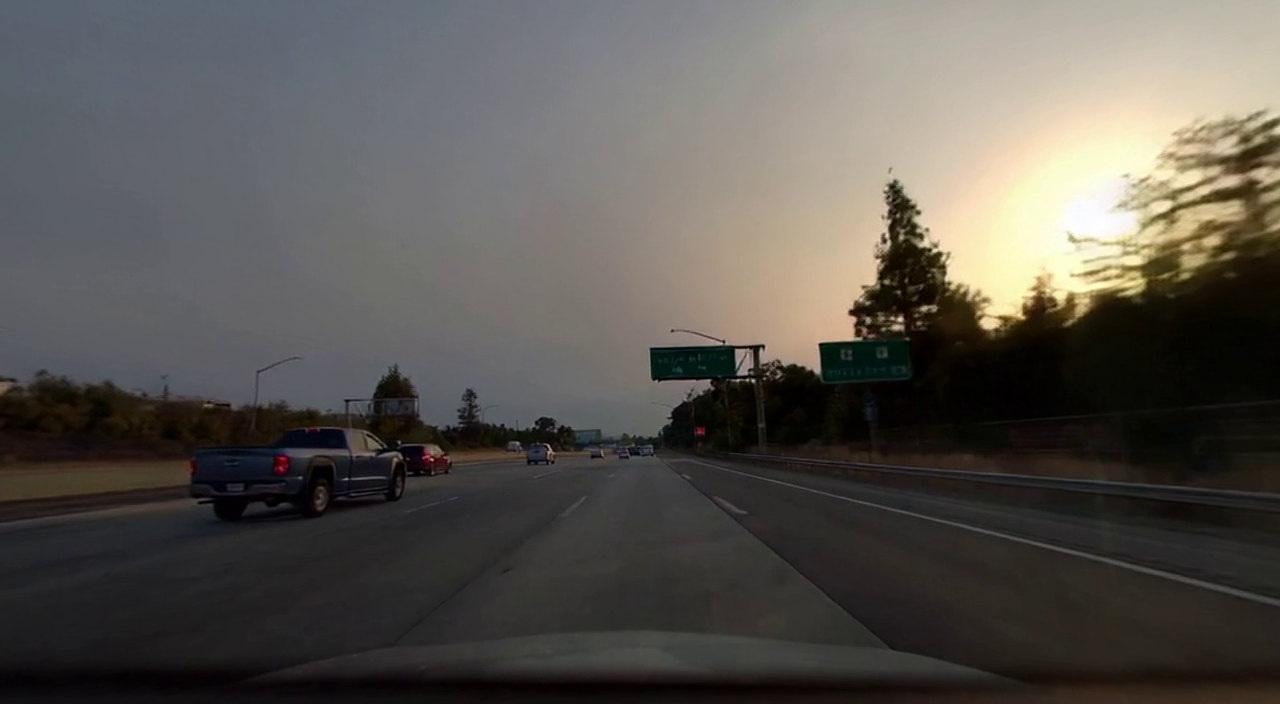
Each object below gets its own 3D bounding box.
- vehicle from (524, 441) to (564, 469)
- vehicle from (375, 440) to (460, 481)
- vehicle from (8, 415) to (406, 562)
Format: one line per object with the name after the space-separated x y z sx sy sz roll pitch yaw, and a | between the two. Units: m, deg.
-6.266 6.758 41.555 2.009 1.735 4.358 0 -8 -1 | vehicle
-9.796 4.800 28.197 2.060 1.662 4.469 0 -8 1 | vehicle
-6.430 2.112 10.847 2.403 1.773 6.276 0 -8 0 | vehicle
